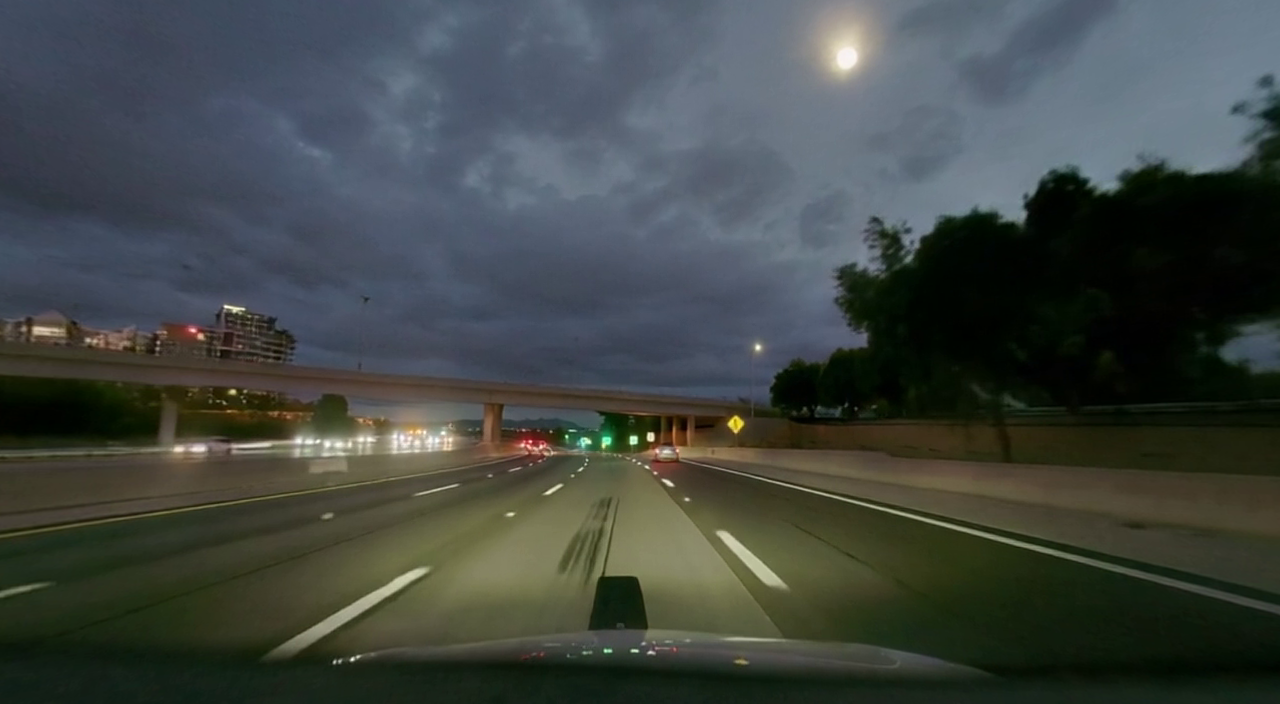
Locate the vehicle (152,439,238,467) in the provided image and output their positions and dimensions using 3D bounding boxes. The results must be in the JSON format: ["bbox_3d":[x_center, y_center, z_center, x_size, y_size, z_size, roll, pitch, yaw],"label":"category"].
[{"bbox_3d":[-27.104,6.134,38.651,2.030,1.578,4.712,0,-8,-3],"label":"vehicle"}]

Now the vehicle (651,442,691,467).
[{"bbox_3d":[1.962,6.761,41.799,2.059,1.509,4.670,0,-8,-4],"label":"vehicle"}]
